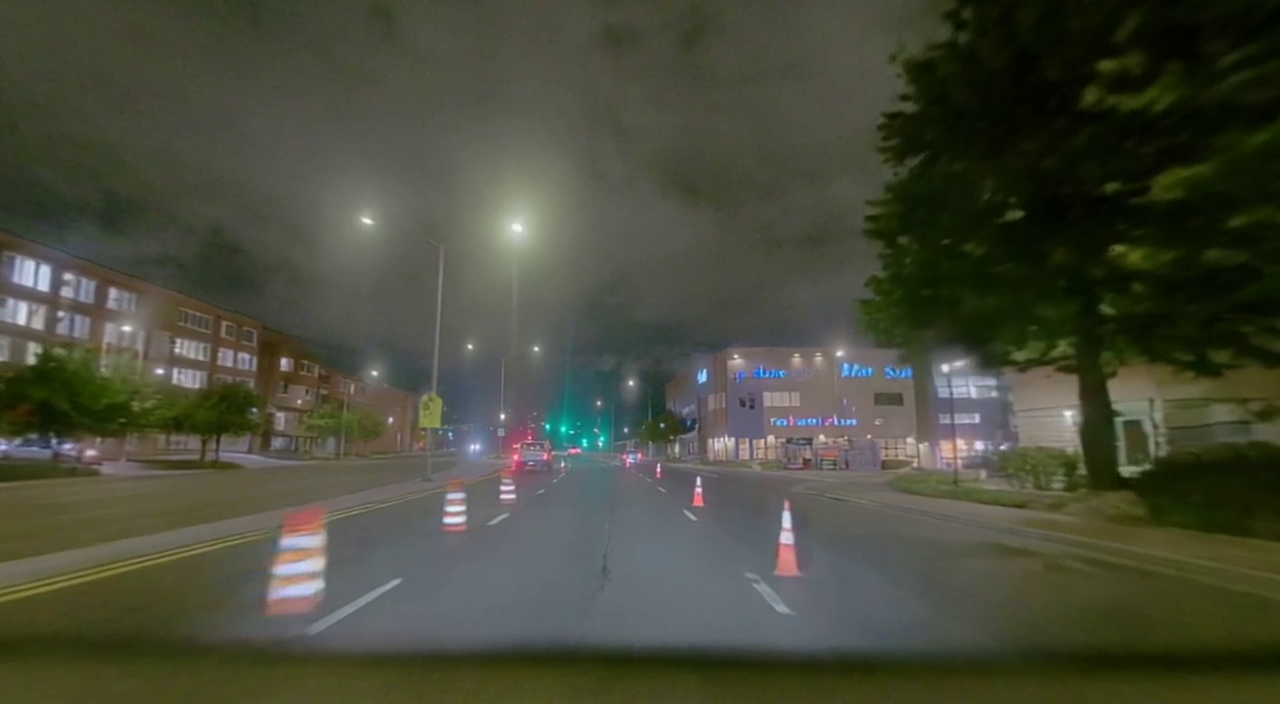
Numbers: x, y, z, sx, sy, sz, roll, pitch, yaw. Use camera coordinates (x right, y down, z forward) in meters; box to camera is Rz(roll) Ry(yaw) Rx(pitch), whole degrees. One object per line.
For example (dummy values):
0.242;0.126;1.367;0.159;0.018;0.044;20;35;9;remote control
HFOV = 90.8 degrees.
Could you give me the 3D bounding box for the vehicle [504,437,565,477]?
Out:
-4.884;4.957;29.945;2.381;1.721;4.186;0;-9;-4;vehicle
